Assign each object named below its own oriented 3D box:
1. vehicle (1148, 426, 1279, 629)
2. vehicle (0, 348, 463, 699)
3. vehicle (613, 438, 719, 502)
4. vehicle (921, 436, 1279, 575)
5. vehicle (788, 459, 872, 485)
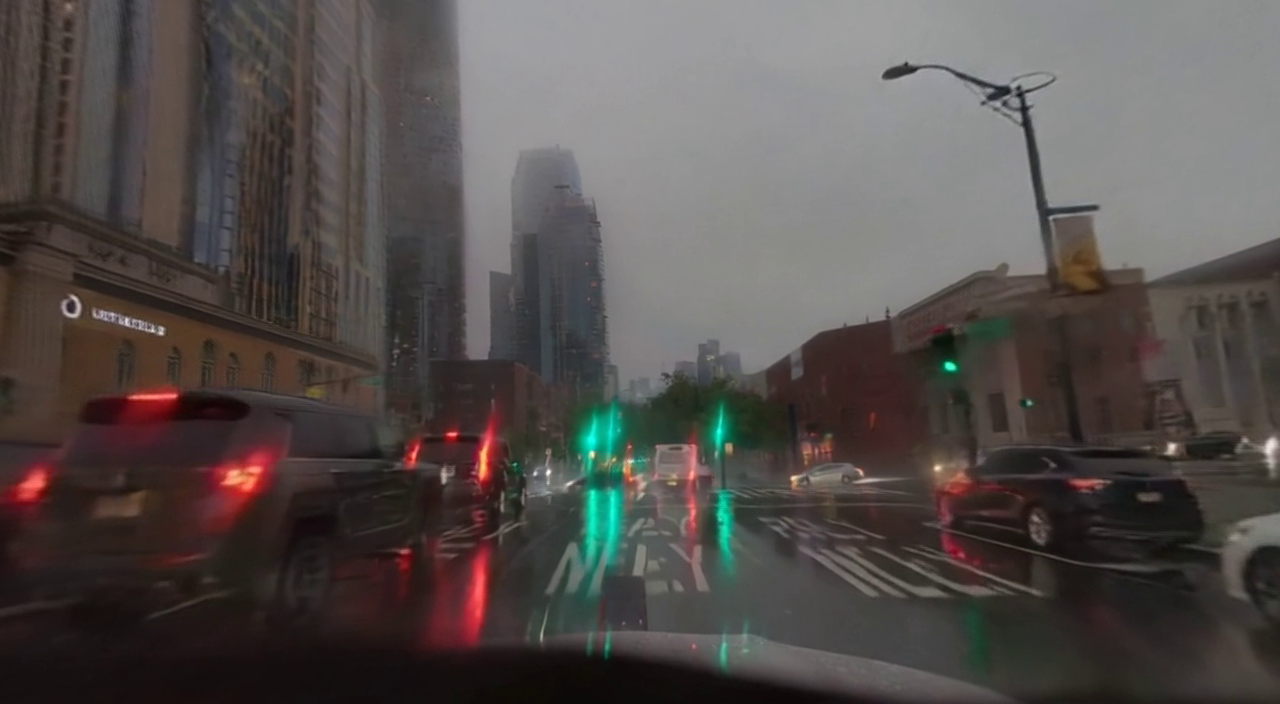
[{"bbox_3d":[5.818,1.165,3.686,1.919,1.529,4.558,0,-9,1],"label":"vehicle"},{"bbox_3d":[-3.385,1.294,6.004,1.977,1.887,5.068,0,-9,-1],"label":"vehicle"},{"bbox_3d":[1.018,3.713,20.358,2.328,1.746,5.072,-3,-9,15],"label":"vehicle"},{"bbox_3d":[6.044,1.968,8.946,2.056,1.460,4.358,0,-9,0],"label":"vehicle"},{"bbox_3d":[11.234,7.123,37.428,4.371,1.439,1.818,0,-9,-1],"label":"vehicle"}]
